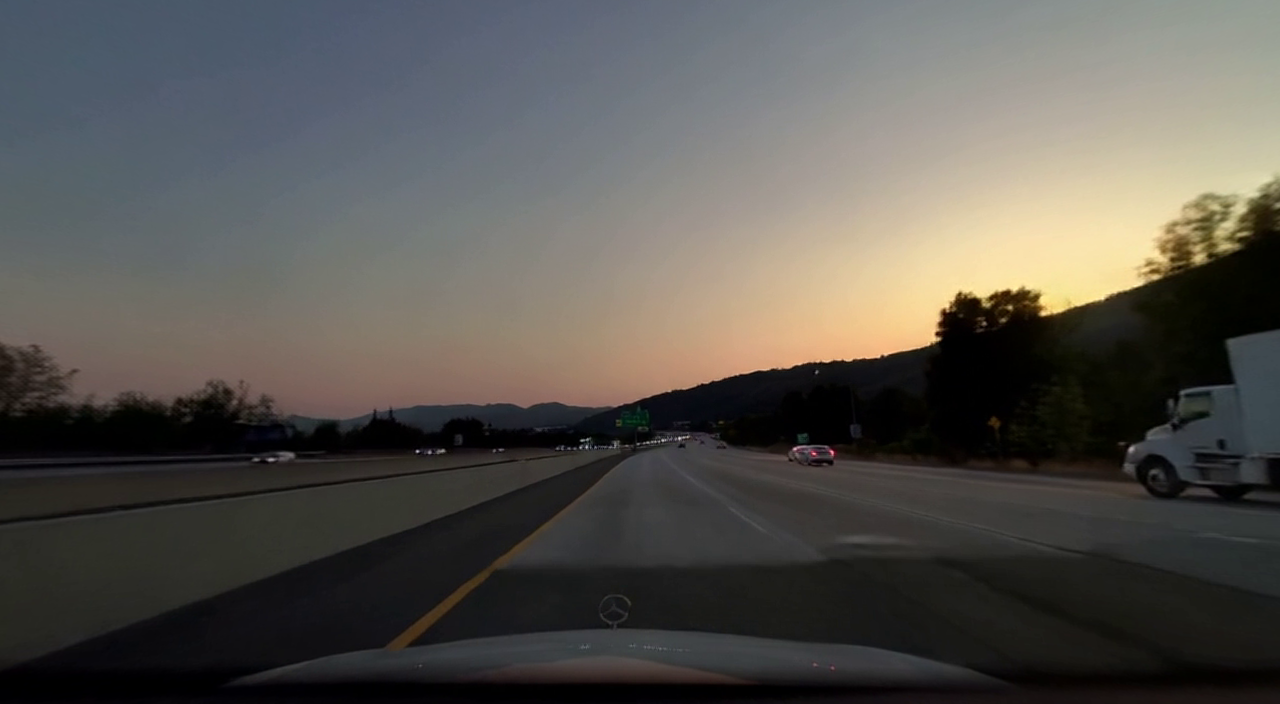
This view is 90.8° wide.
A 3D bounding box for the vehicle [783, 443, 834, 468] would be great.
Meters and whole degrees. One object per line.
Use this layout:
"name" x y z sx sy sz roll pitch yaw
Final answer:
"vehicle" 11.259 6.937 42.528 2.229 1.599 4.253 0 -8 0
